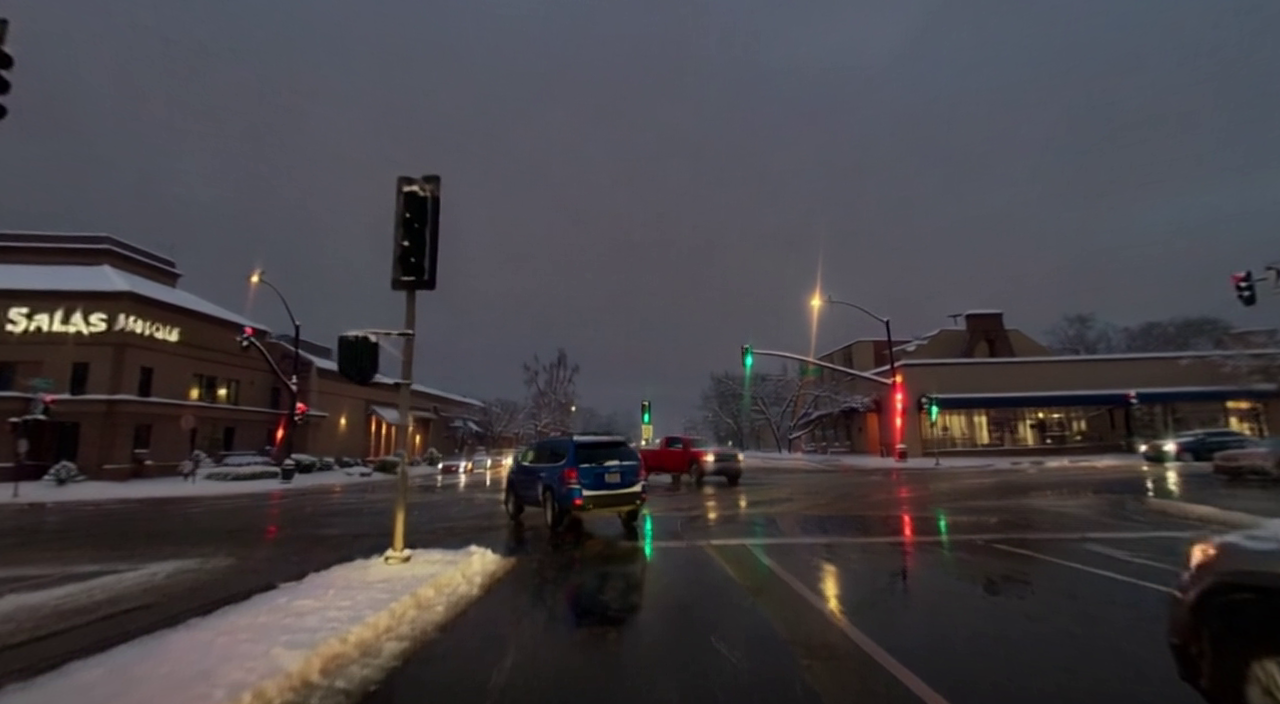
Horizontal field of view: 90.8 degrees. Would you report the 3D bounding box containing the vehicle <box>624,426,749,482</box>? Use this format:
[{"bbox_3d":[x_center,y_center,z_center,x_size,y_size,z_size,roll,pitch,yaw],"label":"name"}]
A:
[{"bbox_3d":[1.888,4.541,28.446,2.708,2.200,5.960,5,-10,-30],"label":"vehicle"}]

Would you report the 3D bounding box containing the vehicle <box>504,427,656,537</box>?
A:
[{"bbox_3d":[-1.428,2.486,12.805,2.238,1.762,4.445,2,-9,-16],"label":"vehicle"}]

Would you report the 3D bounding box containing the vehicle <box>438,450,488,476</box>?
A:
[{"bbox_3d":[-11.844,7.455,42.531,2.005,1.596,4.342,-1,-9,1],"label":"vehicle"}]

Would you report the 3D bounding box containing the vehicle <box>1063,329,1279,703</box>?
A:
[{"bbox_3d":[3.203,0.581,0.945,2.040,1.674,4.455,0,-9,0],"label":"vehicle"}]
